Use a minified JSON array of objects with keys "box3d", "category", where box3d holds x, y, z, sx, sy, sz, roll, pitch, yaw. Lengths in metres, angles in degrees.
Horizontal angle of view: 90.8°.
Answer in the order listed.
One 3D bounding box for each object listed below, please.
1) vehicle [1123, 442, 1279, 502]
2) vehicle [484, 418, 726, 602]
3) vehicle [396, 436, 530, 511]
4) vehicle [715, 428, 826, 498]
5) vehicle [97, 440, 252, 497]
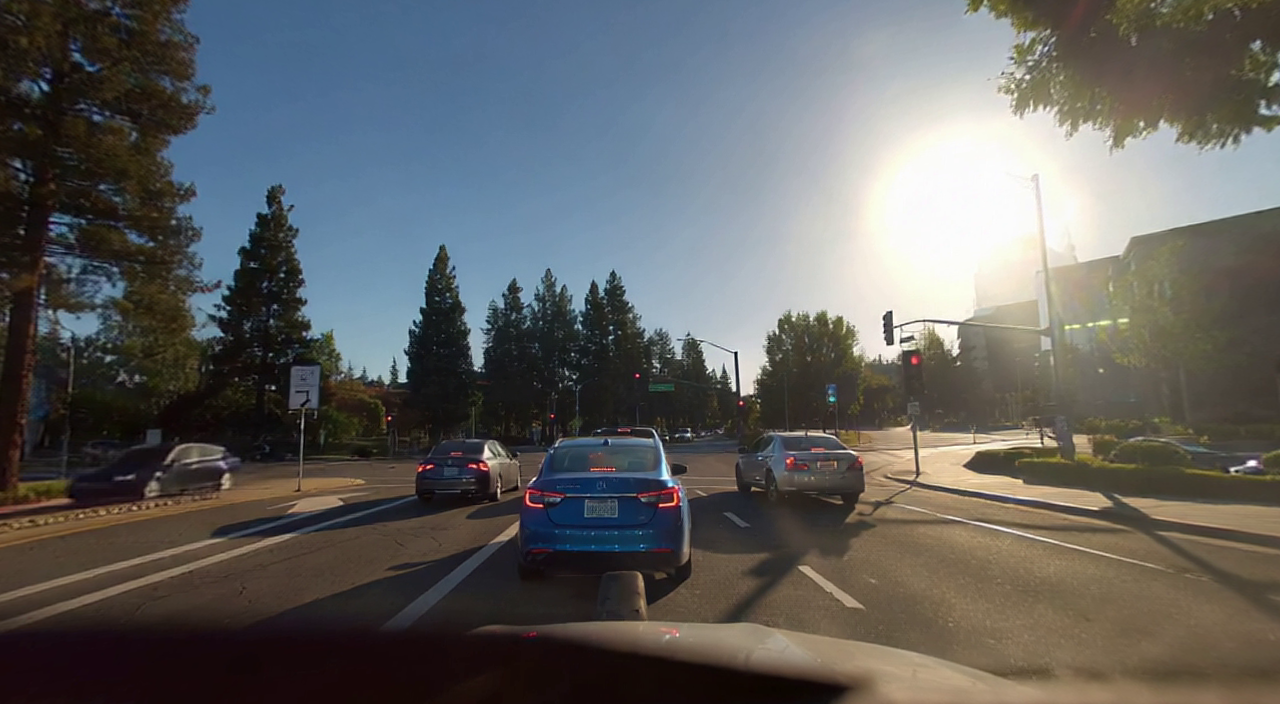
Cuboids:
[{"box3d":[15.180,3.032,16.272,3.951,1.418,1.842,0,-8,-3],"category":"vehicle"},{"box3d":[-0.355,1.642,7.503,2.045,1.533,4.183,0,-8,-2],"category":"vehicle"},{"box3d":[-3.782,2.659,14.271,1.998,1.452,3.773,0,-8,-1],"category":"vehicle"},{"box3d":[3.421,3.011,17.507,2.028,1.678,4.220,0,-8,-2],"category":"vehicle"},{"box3d":[-16.260,4.042,22.447,2.101,1.776,4.550,0,-8,-2],"category":"vehicle"}]
